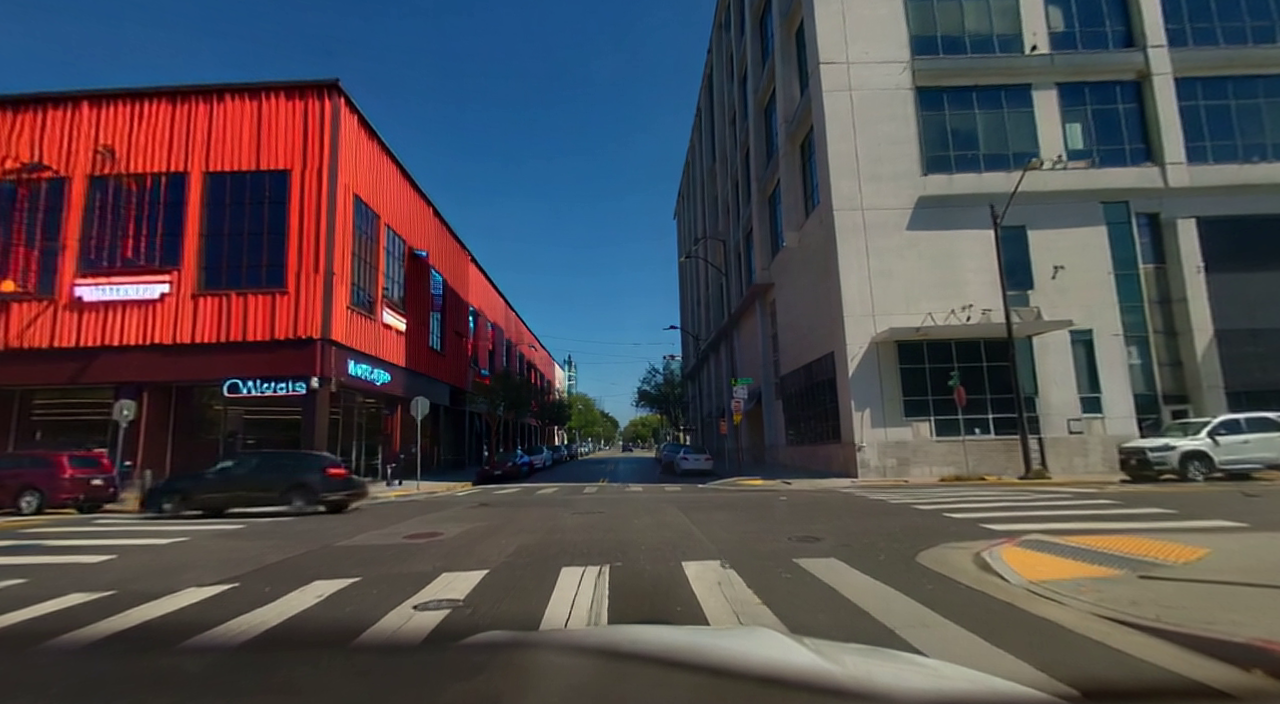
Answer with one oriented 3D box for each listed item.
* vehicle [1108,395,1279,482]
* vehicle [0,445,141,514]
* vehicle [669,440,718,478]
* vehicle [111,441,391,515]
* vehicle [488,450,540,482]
[{"bbox_3d":[18.572,2.750,20.085,5.384,2.586,2.358,0,-9,0],"label":"vehicle"},{"bbox_3d":[-16.110,3.242,16.312,4.558,1.635,2.008,1,-9,-6],"label":"vehicle"},{"bbox_3d":[2.459,5.059,30.123,1.917,1.680,4.500,0,-9,-1],"label":"vehicle"},{"bbox_3d":[-8.469,2.774,14.259,4.877,1.482,2.041,1,-9,-7],"label":"vehicle"},{"bbox_3d":[-6.157,5.569,31.209,1.864,1.447,3.887,0,-9,-2],"label":"vehicle"}]
